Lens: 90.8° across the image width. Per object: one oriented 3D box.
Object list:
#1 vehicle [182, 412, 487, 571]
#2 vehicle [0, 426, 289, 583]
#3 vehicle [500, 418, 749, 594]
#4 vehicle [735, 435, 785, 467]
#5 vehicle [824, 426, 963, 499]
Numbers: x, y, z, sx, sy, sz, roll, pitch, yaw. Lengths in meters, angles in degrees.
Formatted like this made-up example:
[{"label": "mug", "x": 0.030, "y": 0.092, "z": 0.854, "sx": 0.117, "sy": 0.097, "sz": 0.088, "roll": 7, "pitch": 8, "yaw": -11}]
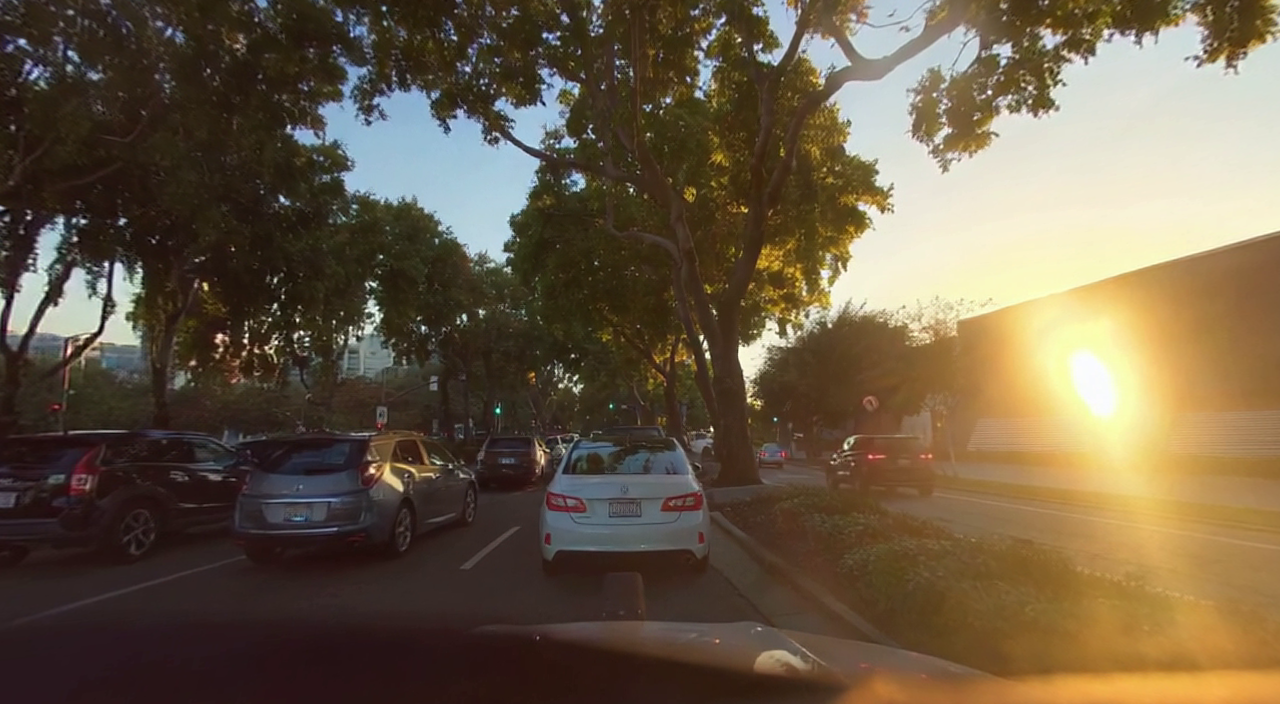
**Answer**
[{"label": "vehicle", "x": -3.710, "y": 1.779, "z": 8.800, "sx": 2.009, "sy": 1.619, "sz": 4.376, "roll": 0, "pitch": -9, "yaw": 1}, {"label": "vehicle", "x": -6.940, "y": 1.825, "z": 8.439, "sx": 1.860, "sy": 1.491, "sz": 4.586, "roll": 0, "pitch": -9, "yaw": 0}, {"label": "vehicle", "x": -0.165, "y": 1.651, "z": 7.649, "sx": 2.161, "sy": 1.501, "sz": 4.184, "roll": 0, "pitch": -9, "yaw": -1}, {"label": "vehicle", "x": 6.637, "y": 5.526, "z": 35.357, "sx": 1.889, "sy": 1.681, "sz": 4.120, "roll": 0, "pitch": -9, "yaw": -1}, {"label": "vehicle", "x": 6.372, "y": 2.832, "z": 16.482, "sx": 1.895, "sy": 1.633, "sz": 4.030, "roll": 0, "pitch": -9, "yaw": -1}]
